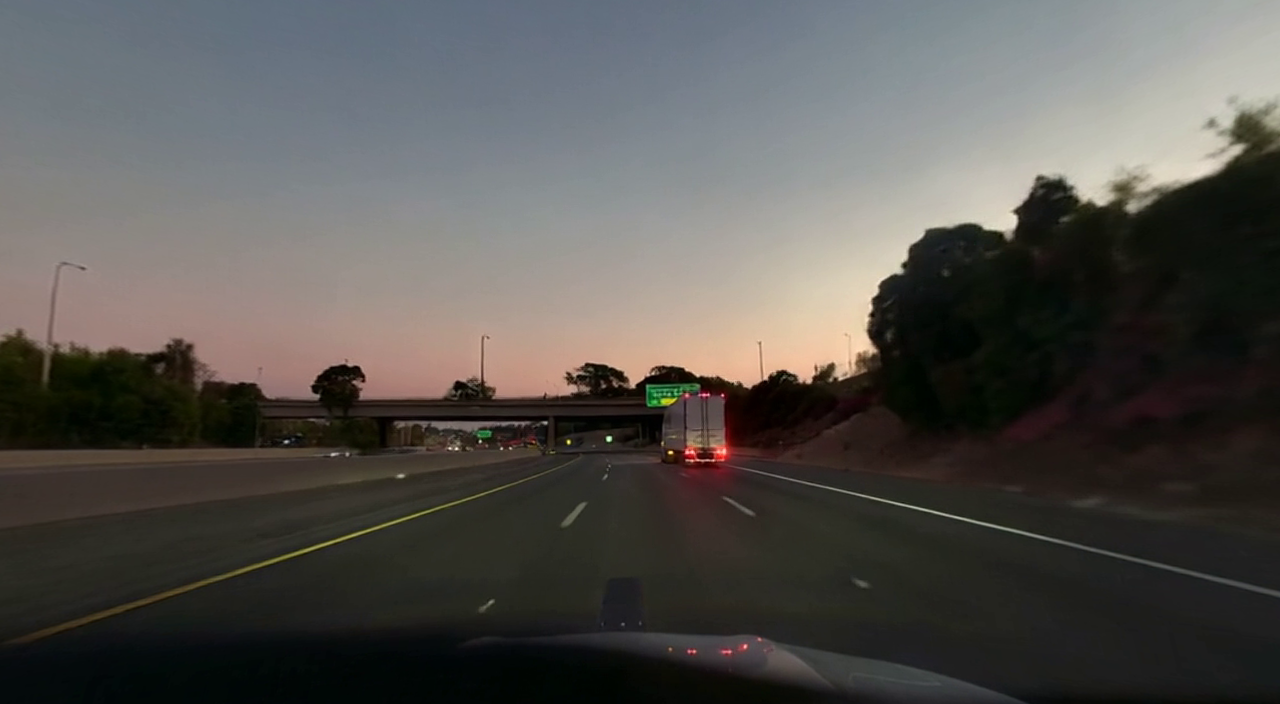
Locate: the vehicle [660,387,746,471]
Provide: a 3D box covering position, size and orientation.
[{"bbox_3d":[3.437,5.160,40.701,2.932,4.205,18.253,0,-8,-2],"label":"vehicle"}]
